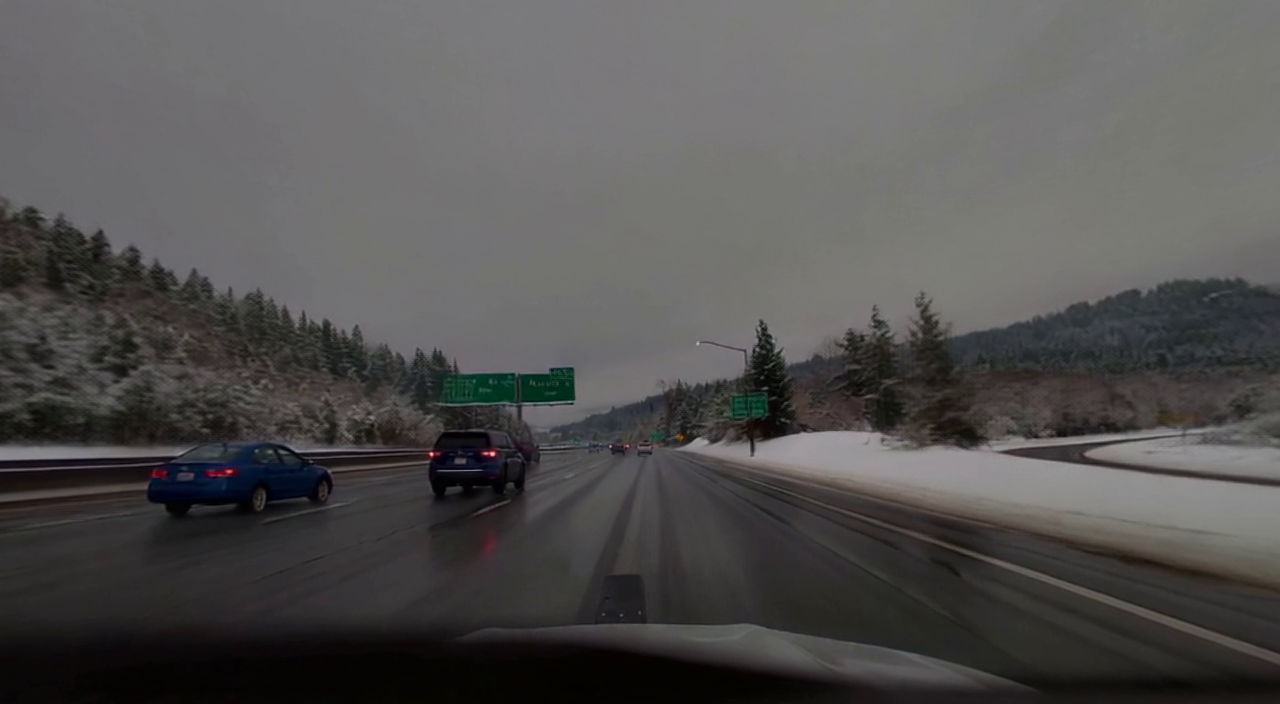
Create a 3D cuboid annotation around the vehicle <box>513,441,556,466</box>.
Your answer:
[{"bbox_3d":[-7.216,7.028,43.675,2.069,1.636,4.483,0,-9,2],"label":"vehicle"}]

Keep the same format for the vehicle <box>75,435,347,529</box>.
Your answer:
[{"bbox_3d":[-8.286,2.537,12.948,1.984,1.508,4.935,0,-9,2],"label":"vehicle"}]

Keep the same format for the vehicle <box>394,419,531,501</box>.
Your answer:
[{"bbox_3d":[-4.690,2.965,17.613,2.219,1.947,4.924,0,-9,2],"label":"vehicle"}]
